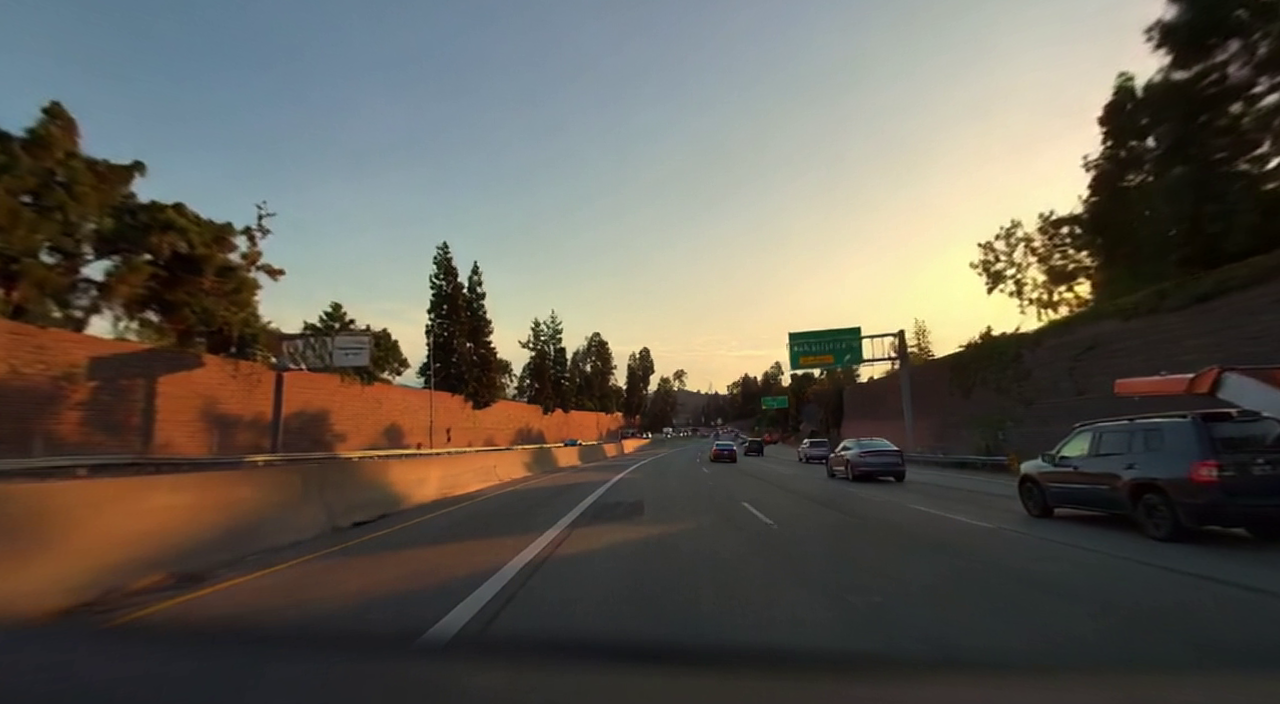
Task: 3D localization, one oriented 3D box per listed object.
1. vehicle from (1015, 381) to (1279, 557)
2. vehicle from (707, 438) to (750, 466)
[{"bbox_3d":[8.140,1.576,8.980,2.188,1.924,5.511,0,-8,0],"label":"vehicle"},{"bbox_3d":[4.905,5.621,35.593,1.926,1.477,4.080,-1,-8,2],"label":"vehicle"}]
